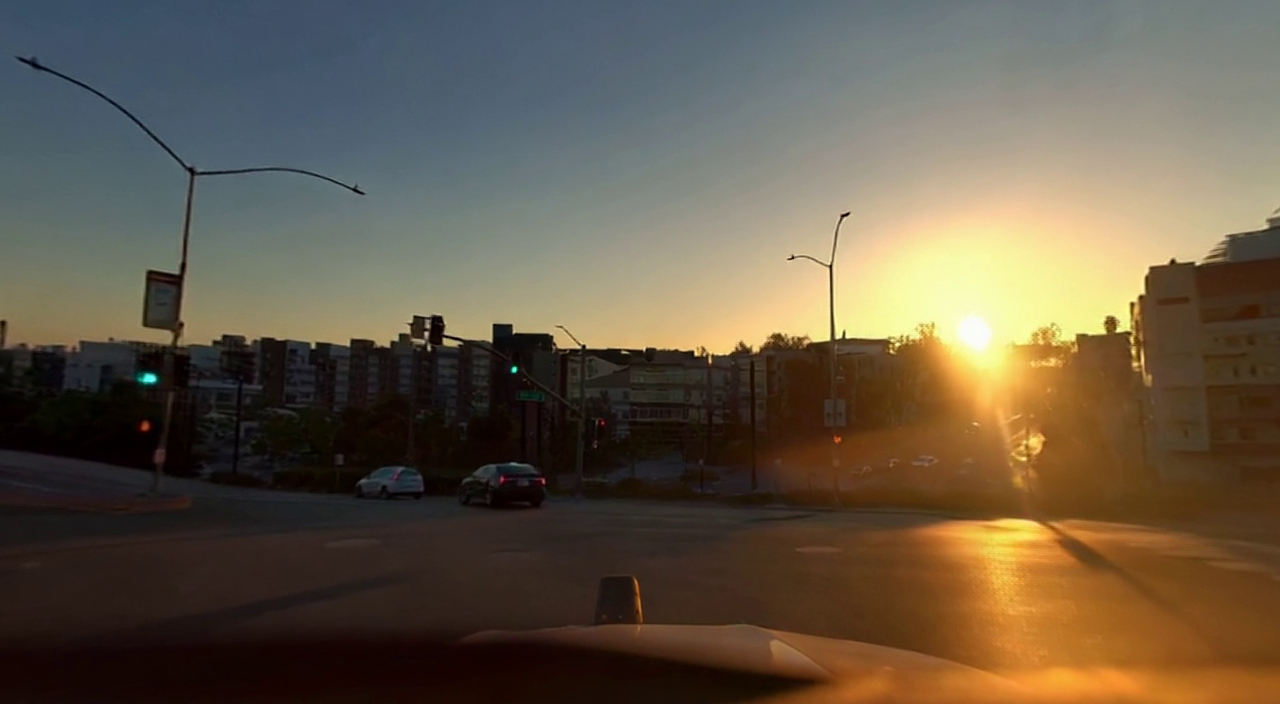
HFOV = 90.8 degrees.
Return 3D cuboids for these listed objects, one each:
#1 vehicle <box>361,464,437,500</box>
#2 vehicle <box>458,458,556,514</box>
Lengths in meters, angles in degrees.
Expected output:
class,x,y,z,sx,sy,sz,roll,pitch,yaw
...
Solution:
class,x,y,z,sx,sy,sz,roll,pitch,yaw
vehicle,-12.127,6.479,31.701,3.852,1.605,2.007,-9,-13,43
vehicle,-4.283,4.119,19.918,2.048,1.516,3.874,4,-10,-27
